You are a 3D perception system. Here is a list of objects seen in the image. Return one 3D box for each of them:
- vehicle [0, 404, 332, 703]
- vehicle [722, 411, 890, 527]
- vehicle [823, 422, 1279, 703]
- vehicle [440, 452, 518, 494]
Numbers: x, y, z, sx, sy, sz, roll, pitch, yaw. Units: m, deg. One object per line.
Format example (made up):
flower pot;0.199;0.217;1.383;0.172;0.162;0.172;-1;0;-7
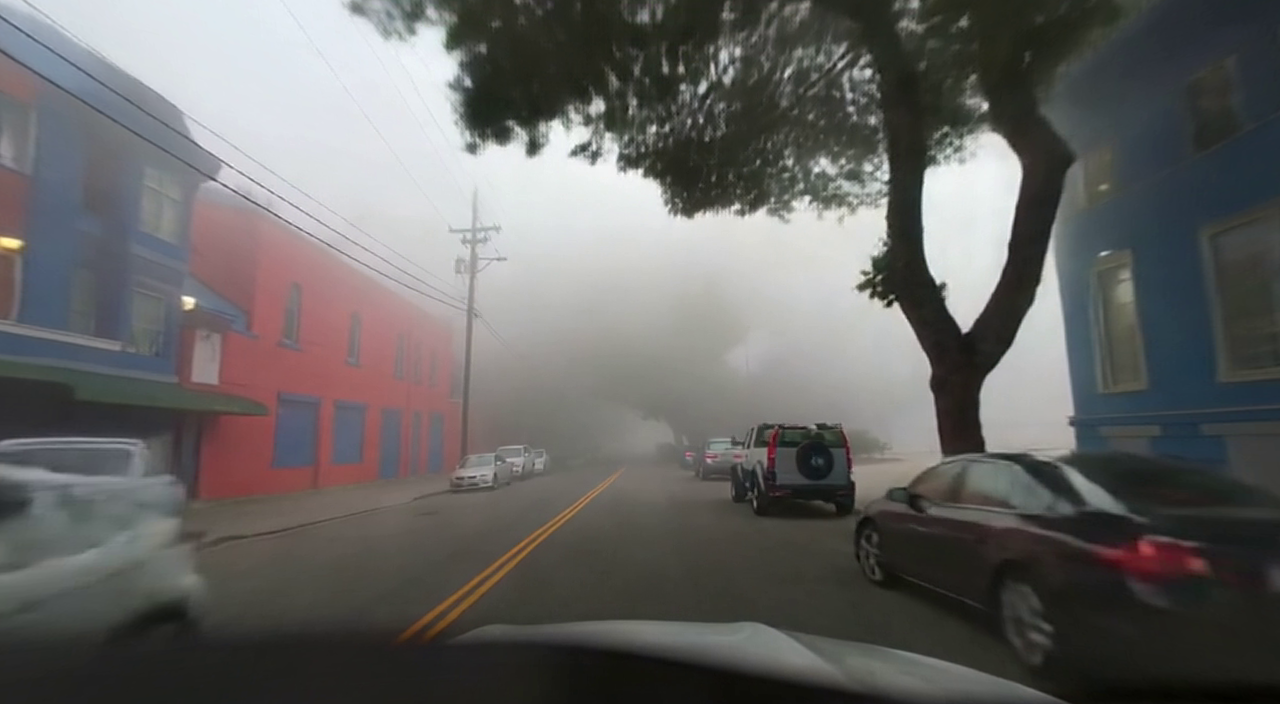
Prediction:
vehicle;-3.083;0.903;1.804;2.036;1.515;4.437;-1;-9;2
vehicle;3.191;2.397;13.441;2.263;1.996;4.870;0;-9;0
vehicle;3.088;1.366;4.769;1.966;1.471;4.552;0;-9;-1
vehicle;-6.310;4.758;25.324;1.844;1.486;4.474;0;-9;2
